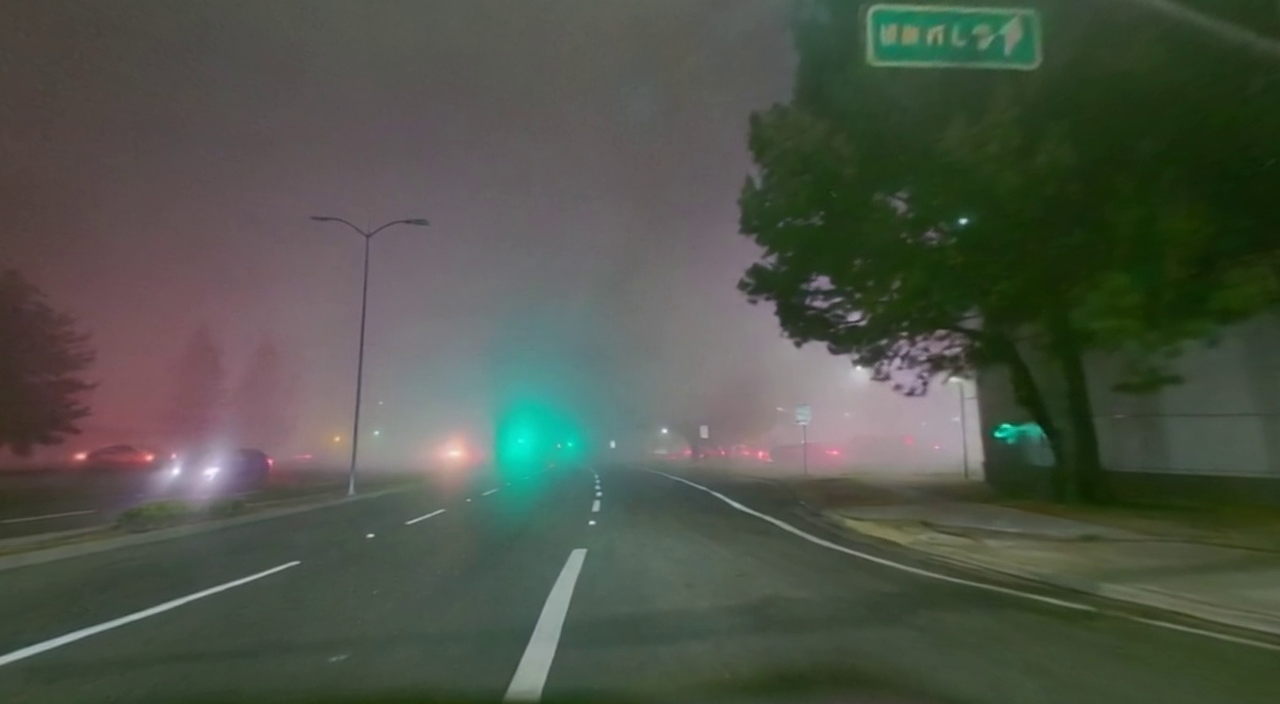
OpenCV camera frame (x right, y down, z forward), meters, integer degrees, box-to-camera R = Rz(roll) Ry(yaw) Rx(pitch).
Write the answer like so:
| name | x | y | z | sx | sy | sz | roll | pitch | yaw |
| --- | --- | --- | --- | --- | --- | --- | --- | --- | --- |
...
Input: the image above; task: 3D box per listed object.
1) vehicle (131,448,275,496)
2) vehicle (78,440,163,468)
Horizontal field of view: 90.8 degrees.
| name | x | y | z | sx | sy | sz | roll | pitch | yaw |
| --- | --- | --- | --- | --- | --- | --- | --- | --- | --- |
| vehicle | -15.921 | 4.349 | 23.408 | 2.152 | 1.521 | 4.767 | 0 | -8 | -4 |
| vehicle | -39.892 | 7.823 | 48.642 | 4.579 | 1.962 | 2.161 | 2 | -8 | -25 |
